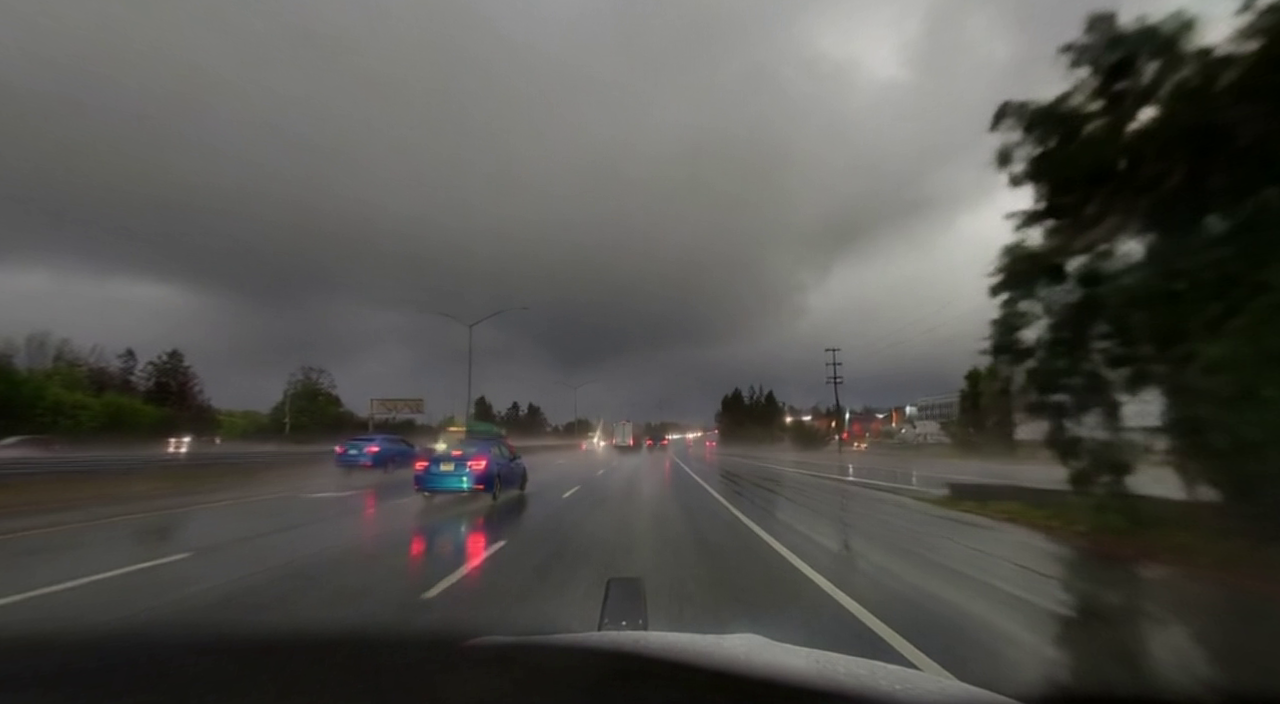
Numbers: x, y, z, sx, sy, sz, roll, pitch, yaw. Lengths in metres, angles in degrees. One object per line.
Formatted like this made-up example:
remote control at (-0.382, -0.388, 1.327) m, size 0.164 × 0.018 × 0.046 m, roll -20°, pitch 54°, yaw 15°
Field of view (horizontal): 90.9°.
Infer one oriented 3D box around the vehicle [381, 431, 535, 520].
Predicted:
vehicle at (-3.476, 2.417, 12.854) m, size 1.953 × 1.511 × 3.704 m, roll -1°, pitch -8°, yaw 1°

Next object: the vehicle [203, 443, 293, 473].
vehicle at (-22.429, 6.067, 36.366) m, size 1.928 × 1.563 × 4.820 m, roll -1°, pitch -8°, yaw 3°

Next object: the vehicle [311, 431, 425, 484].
vehicle at (-10.253, 3.994, 24.317) m, size 2.044 × 1.810 × 5.016 m, roll -1°, pitch -8°, yaw 2°
